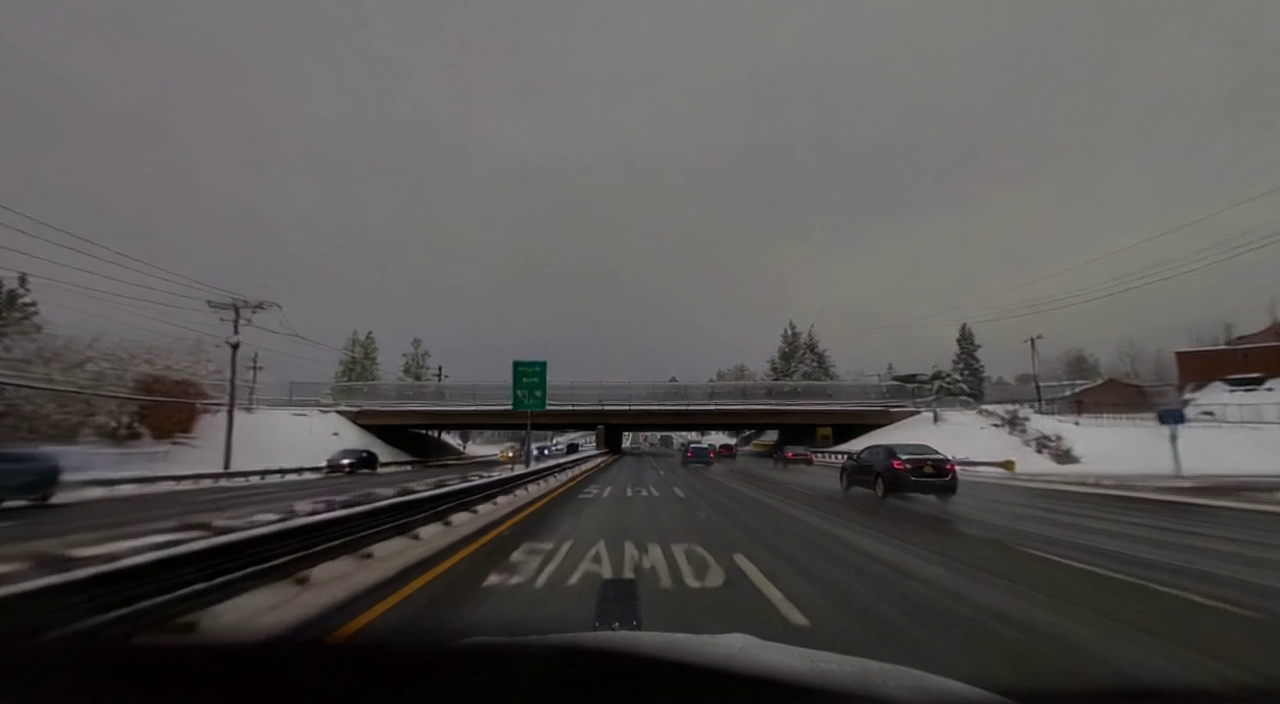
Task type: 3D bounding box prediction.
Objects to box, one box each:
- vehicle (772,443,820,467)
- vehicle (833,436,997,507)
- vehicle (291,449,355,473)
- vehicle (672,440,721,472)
[{"bbox_3d":[9.779,6.487,39.944,1.838,1.440,4.121,0,-8,-2],"label":"vehicle"},{"bbox_3d":[6.567,2.884,15.764,1.952,1.489,4.483,0,-8,-2],"label":"vehicle"},{"bbox_3d":[-21.059,7.250,42.195,1.836,1.481,4.514,0,-8,1],"label":"vehicle"},{"bbox_3d":[2.844,5.395,33.000,1.993,1.507,4.594,0,-8,-2],"label":"vehicle"}]
